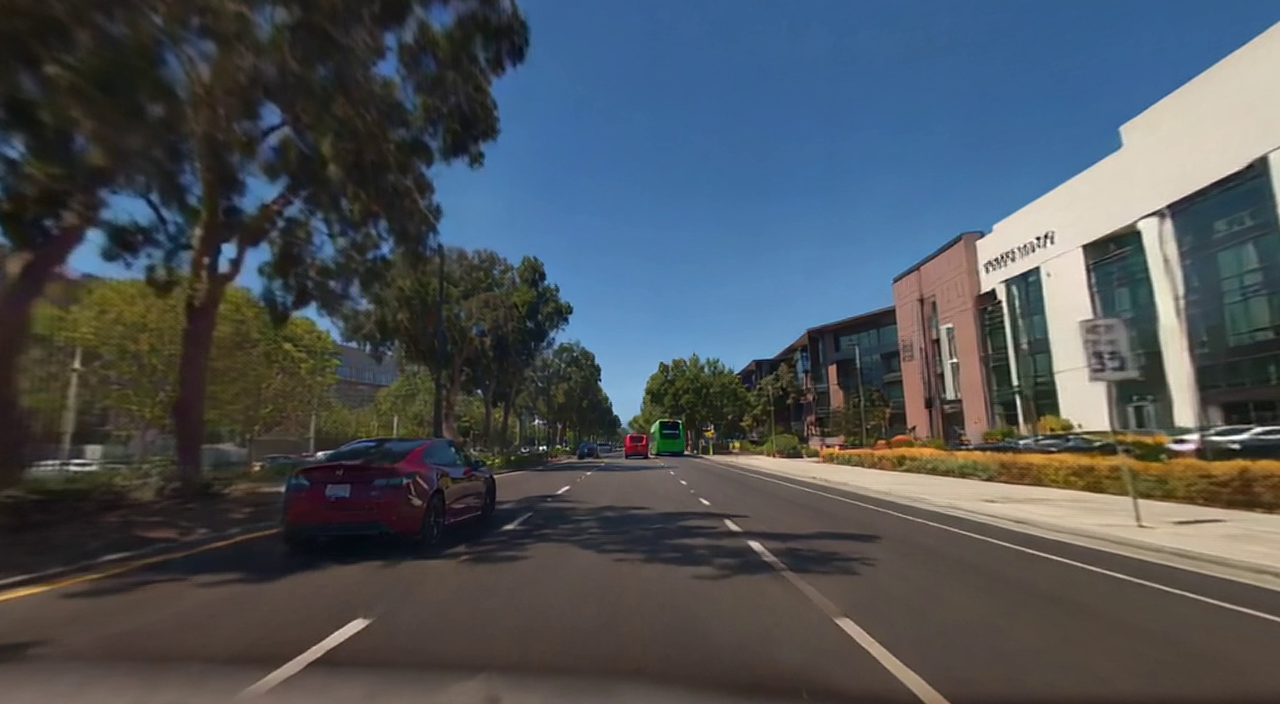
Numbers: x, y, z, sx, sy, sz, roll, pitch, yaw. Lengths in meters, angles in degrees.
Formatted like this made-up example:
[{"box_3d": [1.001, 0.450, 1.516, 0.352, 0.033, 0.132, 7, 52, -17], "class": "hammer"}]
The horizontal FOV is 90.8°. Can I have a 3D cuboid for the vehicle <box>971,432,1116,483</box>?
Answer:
[{"box_3d": [16.990, 4.463, 26.801, 4.520, 1.834, 2.167, -3, -9, 0], "class": "vehicle"}]

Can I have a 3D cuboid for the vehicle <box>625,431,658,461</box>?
[{"box_3d": [0.065, 7.120, 47.703, 2.336, 2.122, 5.207, 0, -8, -1], "class": "vehicle"}]

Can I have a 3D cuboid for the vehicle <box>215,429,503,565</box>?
[{"box_3d": [-3.586, 1.922, 9.261, 2.120, 1.481, 4.535, 0, -8, 0], "class": "vehicle"}]

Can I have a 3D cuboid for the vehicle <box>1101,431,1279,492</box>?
[{"box_3d": [16.513, 3.148, 18.357, 4.579, 1.623, 2.031, 0, -8, -1], "class": "vehicle"}]

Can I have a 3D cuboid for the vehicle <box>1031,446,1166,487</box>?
[{"box_3d": [17.258, 4.308, 23.901, 3.722, 1.408, 1.766, -1, -8, -1], "class": "vehicle"}]

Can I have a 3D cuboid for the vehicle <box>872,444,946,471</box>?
[{"box_3d": [15.798, 6.216, 37.257, 3.495, 1.485, 1.806, 0, -8, -2], "class": "vehicle"}]

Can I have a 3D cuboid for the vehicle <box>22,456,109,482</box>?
[{"box_3d": [-42.341, 8.605, 46.701, 2.037, 1.779, 4.609, -2, -10, 0], "class": "vehicle"}]

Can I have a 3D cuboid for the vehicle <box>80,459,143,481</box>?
[{"box_3d": [-39.525, 8.824, 47.343, 1.633, 1.433, 3.617, 0, -8, -1], "class": "vehicle"}]
